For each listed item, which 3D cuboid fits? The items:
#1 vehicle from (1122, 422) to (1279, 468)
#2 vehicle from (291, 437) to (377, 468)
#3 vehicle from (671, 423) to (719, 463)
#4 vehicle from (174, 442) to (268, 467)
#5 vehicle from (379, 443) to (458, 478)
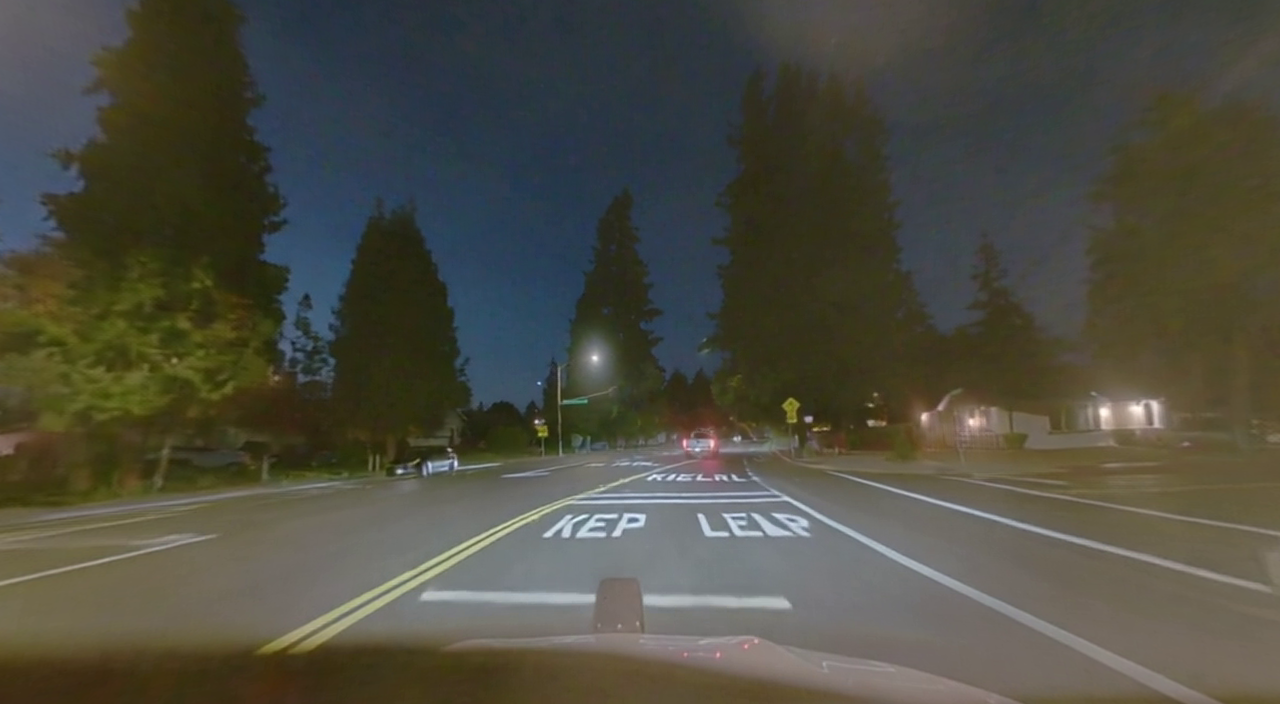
[{"bbox_3d":[19.433,3.185,21.612,4.155,1.456,2.034,-1,-8,2],"label":"vehicle"},{"bbox_3d":[-18.310,6.023,37.904,4.168,1.735,1.925,-1,-8,3],"label":"vehicle"},{"bbox_3d":[2.978,4.844,33.571,2.153,1.942,4.767,-2,-8,9],"label":"vehicle"},{"bbox_3d":[-24.788,6.082,37.459,4.268,1.409,1.897,-1,-8,3],"label":"vehicle"},{"bbox_3d":[-11.282,5.534,32.539,1.873,1.508,4.483,-3,-7,9],"label":"vehicle"}]
